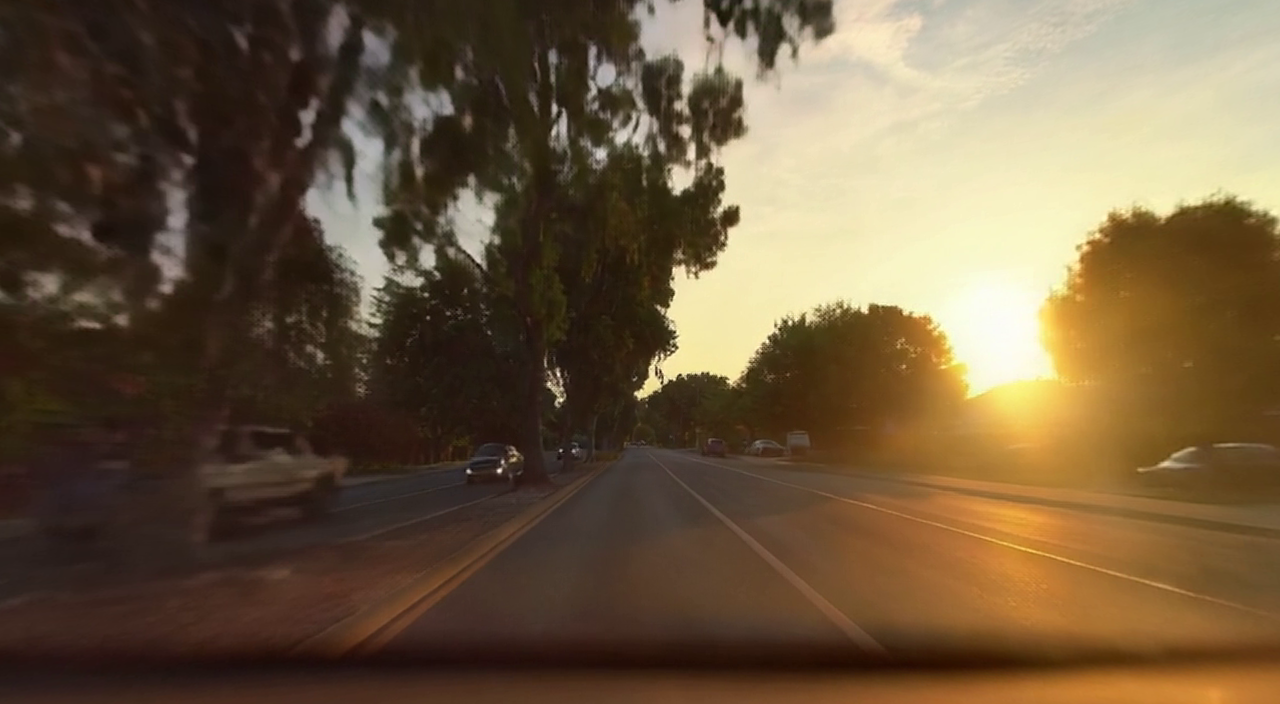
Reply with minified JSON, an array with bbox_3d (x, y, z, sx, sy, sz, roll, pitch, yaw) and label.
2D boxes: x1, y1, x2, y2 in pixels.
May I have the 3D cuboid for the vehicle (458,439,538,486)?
[{"bbox_3d":[-5.307,4.168,24.078,1.935,1.521,4.314,-3,-9,1],"label":"vehicle"}]

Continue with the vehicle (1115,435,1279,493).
[{"bbox_3d":[15.518,2.917,16.580,4.500,1.390,1.864,0,-8,-1],"label":"vehicle"}]

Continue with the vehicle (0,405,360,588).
[{"bbox_3d":[-6.186,1.844,8.891,2.071,1.823,4.799,-2,-9,2],"label":"vehicle"}]
